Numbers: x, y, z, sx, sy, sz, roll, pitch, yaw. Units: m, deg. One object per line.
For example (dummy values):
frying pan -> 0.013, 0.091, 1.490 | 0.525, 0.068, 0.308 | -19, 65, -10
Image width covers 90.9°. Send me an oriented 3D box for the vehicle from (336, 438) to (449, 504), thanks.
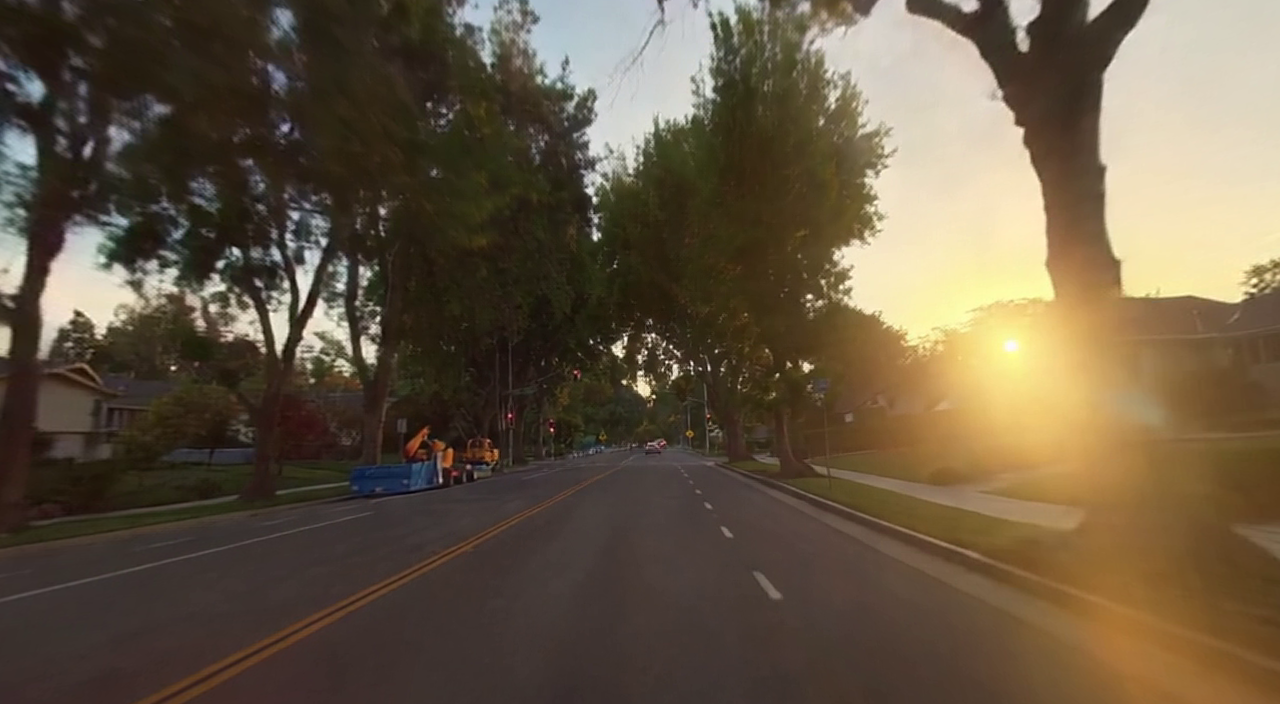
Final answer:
vehicle -> -8.355, 4.005, 21.788 | 1.998, 1.814, 4.559 | -4, -7, 1
